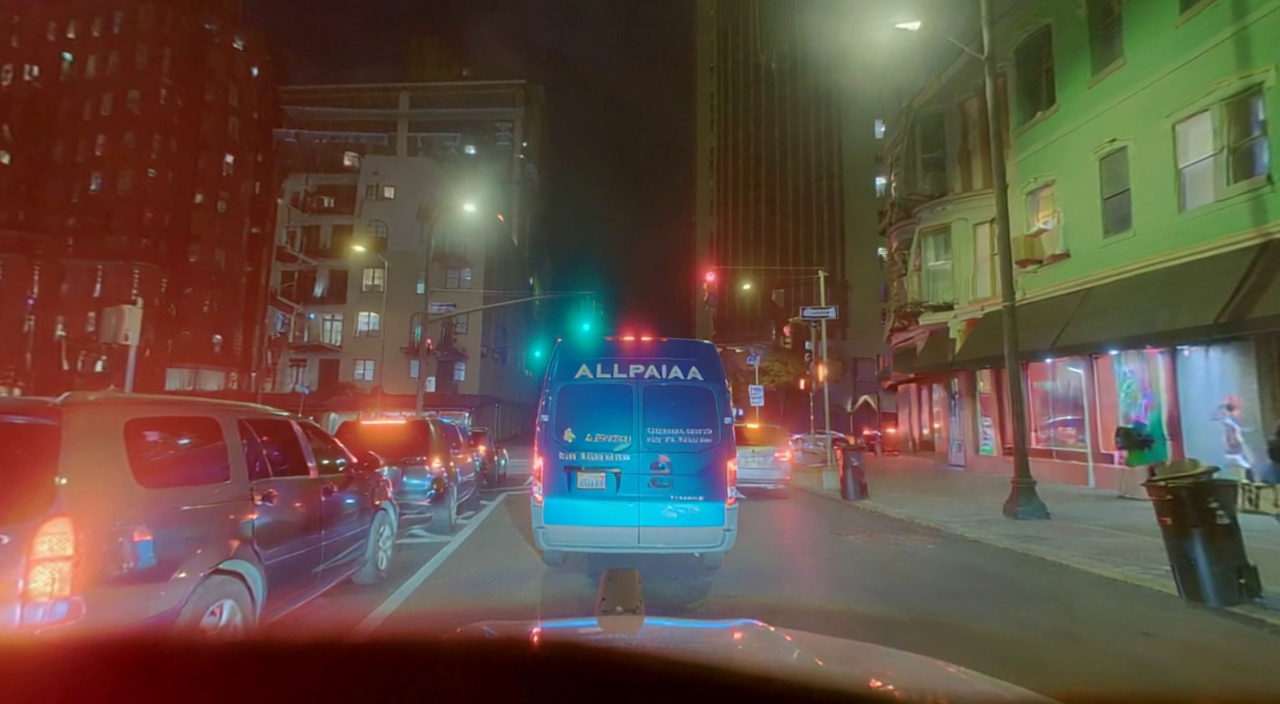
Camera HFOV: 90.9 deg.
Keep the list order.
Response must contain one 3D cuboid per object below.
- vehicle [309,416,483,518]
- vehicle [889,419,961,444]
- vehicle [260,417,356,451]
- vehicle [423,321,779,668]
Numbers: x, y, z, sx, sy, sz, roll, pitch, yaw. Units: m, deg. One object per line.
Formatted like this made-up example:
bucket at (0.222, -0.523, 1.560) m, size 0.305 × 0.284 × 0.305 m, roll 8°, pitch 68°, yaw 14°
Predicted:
vehicle at (-3.956, 1.893, 10.870) m, size 1.841 × 1.461 × 3.426 m, roll 1°, pitch -8°, yaw -5°
vehicle at (16.102, 4.504, 35.660) m, size 3.381 × 1.391 × 1.529 m, roll 1°, pitch -8°, yaw -11°
vehicle at (-15.850, 3.937, 30.267) m, size 3.713 × 1.571 × 1.751 m, roll 2°, pitch -8°, yaw -16°
vehicle at (-0.326, 1.059, 5.701) m, size 1.951 × 1.907 × 4.266 m, roll 0°, pitch -8°, yaw -3°
